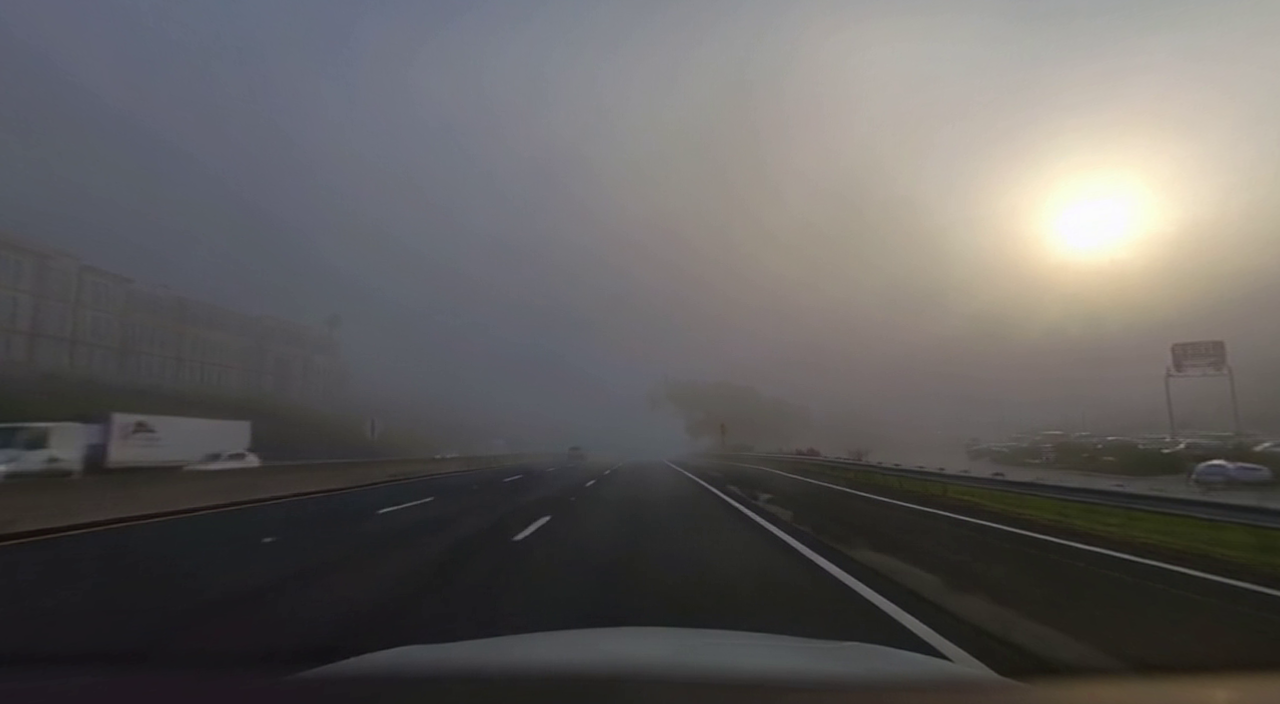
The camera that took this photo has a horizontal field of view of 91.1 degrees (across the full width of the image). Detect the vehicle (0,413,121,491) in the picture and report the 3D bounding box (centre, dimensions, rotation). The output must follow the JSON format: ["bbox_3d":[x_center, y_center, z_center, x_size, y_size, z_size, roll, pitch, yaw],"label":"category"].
[{"bbox_3d":[-34.584,5.640,35.717,3.043,3.987,7.889,0,-8,1],"label":"vehicle"}]

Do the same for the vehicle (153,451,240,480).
[{"bbox_3d":[-26.757,6.833,38.089,1.846,1.550,4.666,-1,-8,1],"label":"vehicle"}]
